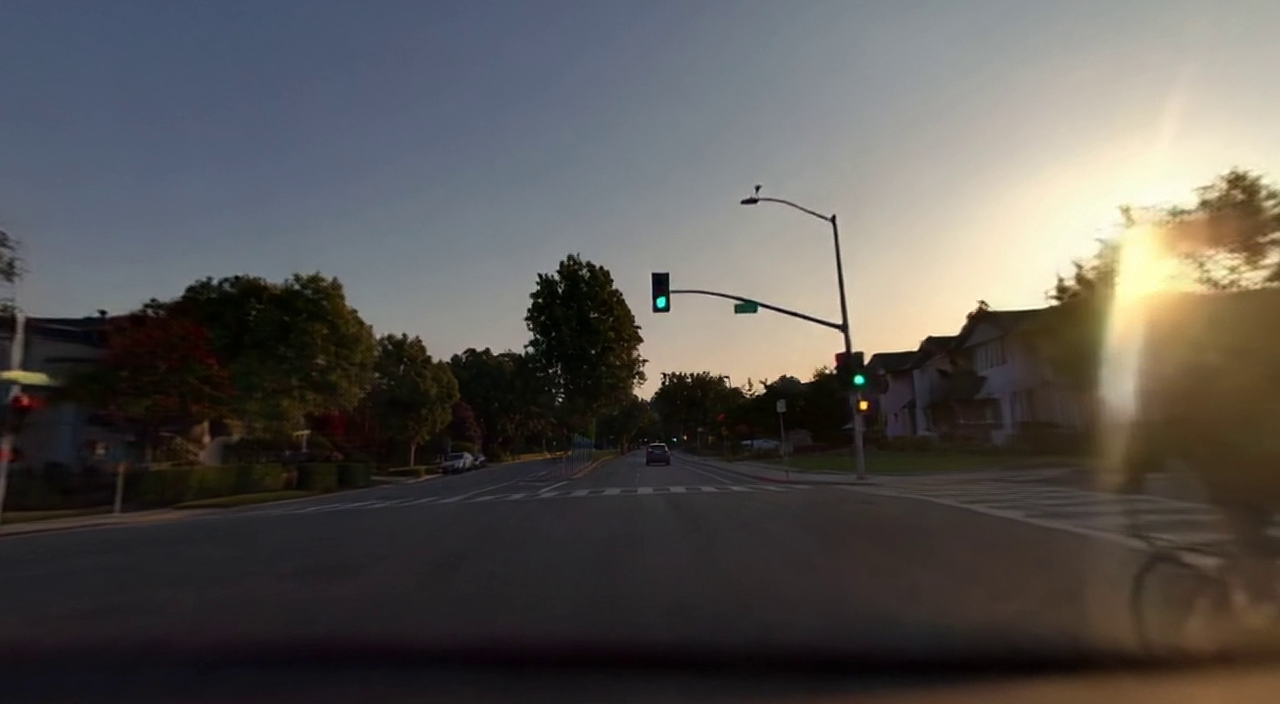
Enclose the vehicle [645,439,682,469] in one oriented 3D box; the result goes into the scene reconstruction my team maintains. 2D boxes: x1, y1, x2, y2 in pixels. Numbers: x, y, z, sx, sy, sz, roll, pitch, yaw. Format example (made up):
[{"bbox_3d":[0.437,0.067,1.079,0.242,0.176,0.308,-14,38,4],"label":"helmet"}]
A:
[{"bbox_3d":[1.470,6.514,40.689,2.215,1.799,4.426,0,-8,1],"label":"vehicle"}]
